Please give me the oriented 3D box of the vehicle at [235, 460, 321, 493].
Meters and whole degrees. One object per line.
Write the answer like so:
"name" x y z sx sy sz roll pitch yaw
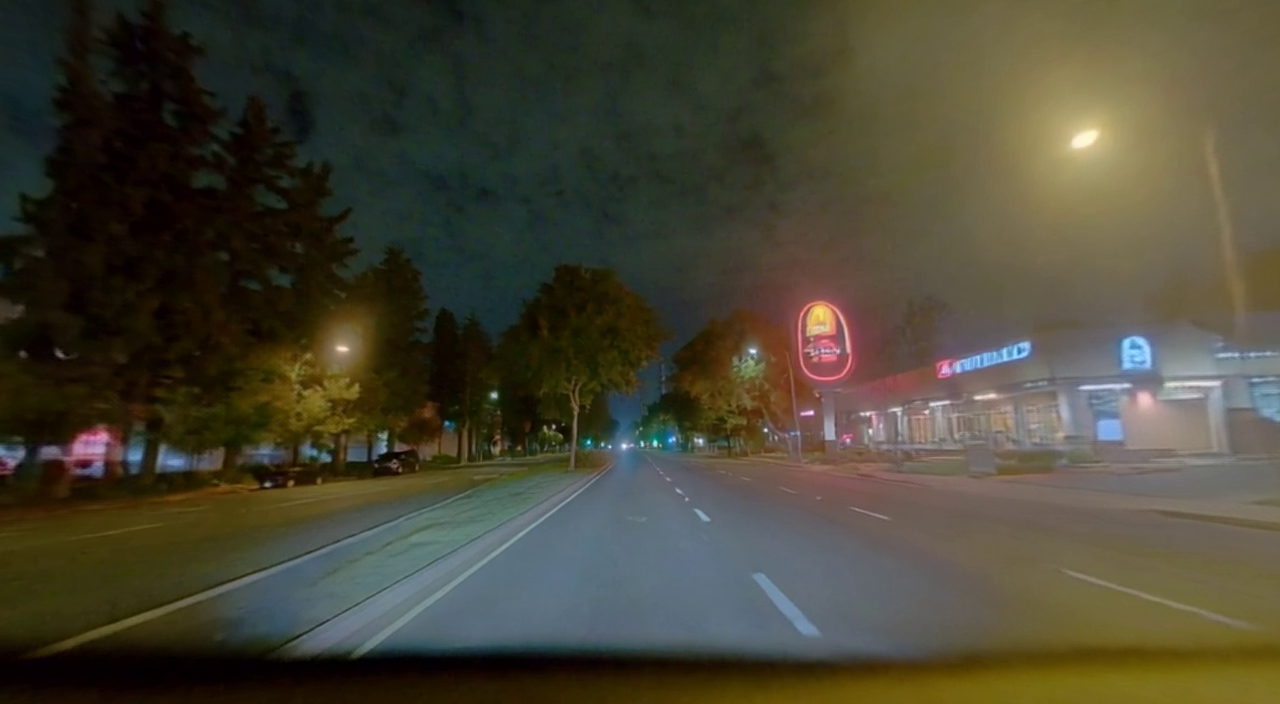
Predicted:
"vehicle" -19.342 6.650 34.016 2.012 1.471 4.613 -2 -8 -2

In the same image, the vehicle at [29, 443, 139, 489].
"vehicle" -29.715 6.008 33.731 5.867 2.279 2.342 -5 -10 28
